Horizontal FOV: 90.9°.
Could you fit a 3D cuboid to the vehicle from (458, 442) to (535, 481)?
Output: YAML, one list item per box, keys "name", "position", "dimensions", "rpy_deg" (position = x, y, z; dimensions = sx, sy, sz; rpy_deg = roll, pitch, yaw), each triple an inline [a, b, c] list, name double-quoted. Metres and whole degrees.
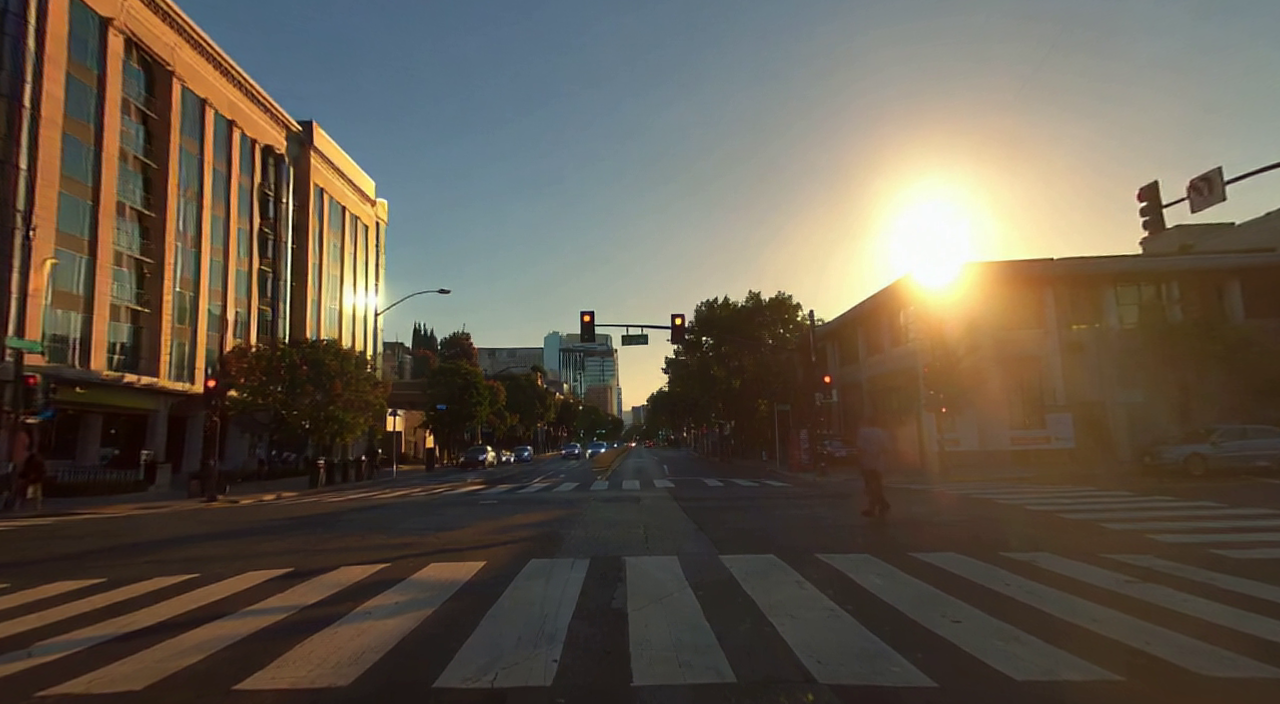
- name: "vehicle"
  position: [-5.887, 4.549, 26.485]
  dimensions: [2.127, 1.473, 4.428]
  rpy_deg: [0, -8, 1]
